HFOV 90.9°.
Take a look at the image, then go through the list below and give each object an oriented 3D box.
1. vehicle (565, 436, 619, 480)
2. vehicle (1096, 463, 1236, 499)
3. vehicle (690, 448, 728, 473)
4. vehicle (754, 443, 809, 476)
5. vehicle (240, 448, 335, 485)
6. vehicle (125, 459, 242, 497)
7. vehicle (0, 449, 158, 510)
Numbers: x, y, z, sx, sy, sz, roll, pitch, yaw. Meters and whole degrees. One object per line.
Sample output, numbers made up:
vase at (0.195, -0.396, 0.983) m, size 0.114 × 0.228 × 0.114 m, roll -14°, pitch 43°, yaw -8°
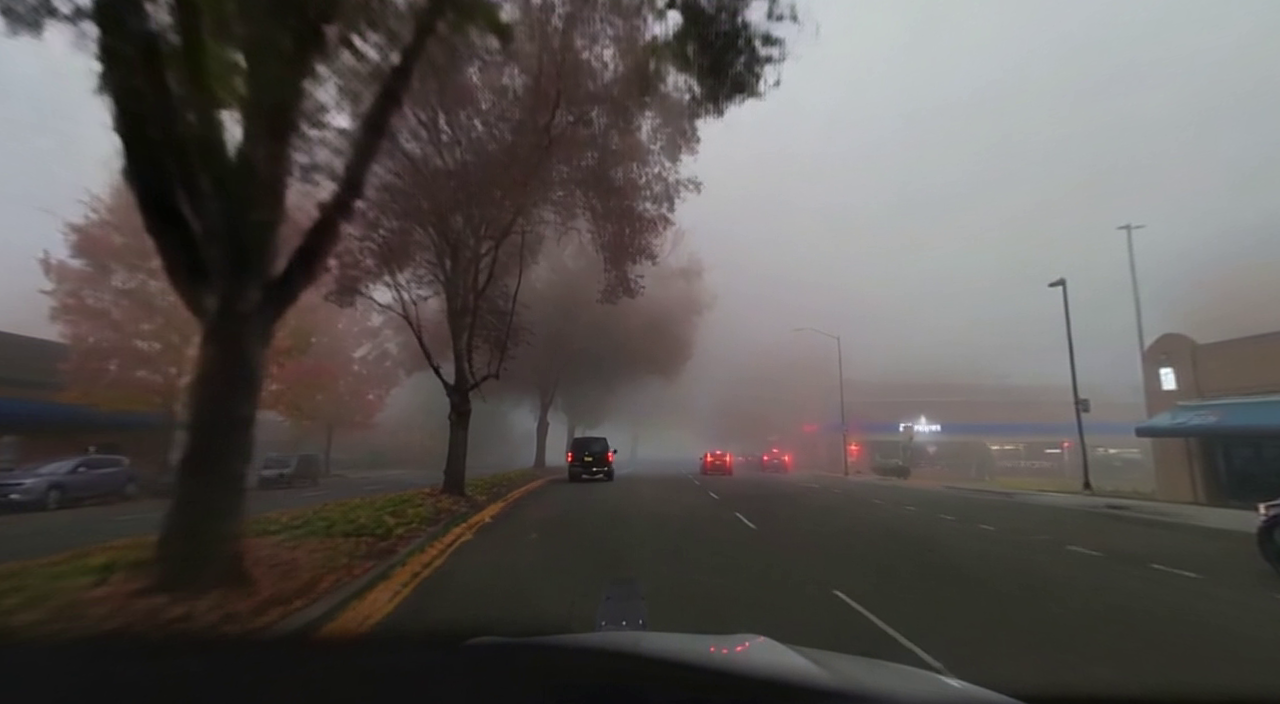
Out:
vehicle at (-2.227, 4.991, 29.954) m, size 2.344 × 1.863 × 4.665 m, roll 0°, pitch -9°, yaw -3°
vehicle at (27.994, 6.857, 33.697) m, size 5.680 × 1.772 × 2.071 m, roll 0°, pitch -9°, yaw -2°
vehicle at (4.298, 6.770, 39.735) m, size 1.886 × 1.464 × 4.290 m, roll 0°, pitch -9°, yaw 0°
vehicle at (7.880, 6.047, 35.622) m, size 2.040 × 1.738 × 4.414 m, roll 0°, pitch -9°, yaw 0°
vehicle at (-18.884, 6.129, 34.157) m, size 1.914 × 1.785 × 5.408 m, roll 0°, pitch -8°, yaw 1°
vehicle at (-18.890, 5.207, 26.350) m, size 1.737 × 1.349 × 4.014 m, roll 0°, pitch -9°, yaw 3°
vehicle at (-19.159, 4.146, 21.088) m, size 2.137 × 1.723 × 4.850 m, roll 0°, pitch -8°, yaw 1°
